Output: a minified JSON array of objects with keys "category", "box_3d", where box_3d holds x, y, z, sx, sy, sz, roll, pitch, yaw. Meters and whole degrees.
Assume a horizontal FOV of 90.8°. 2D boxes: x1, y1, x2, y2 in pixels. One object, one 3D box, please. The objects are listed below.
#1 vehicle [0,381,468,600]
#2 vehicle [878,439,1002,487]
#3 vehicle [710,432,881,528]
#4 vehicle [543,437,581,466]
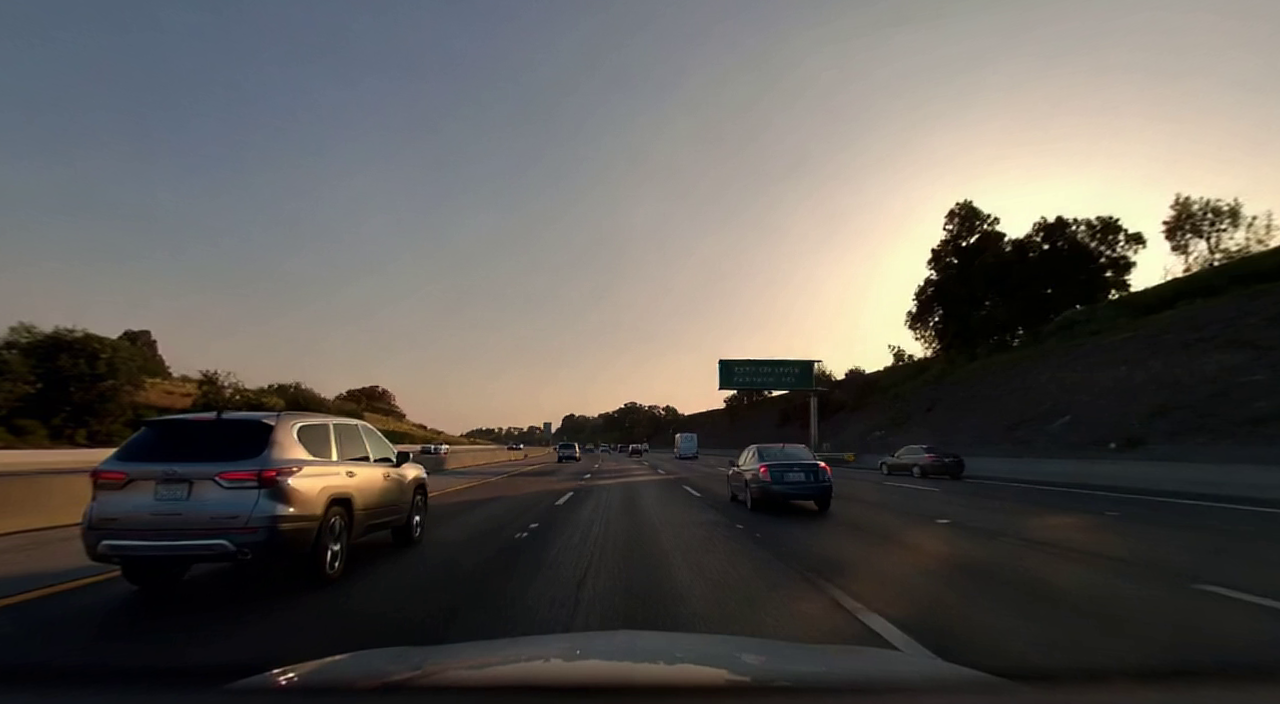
[{"category":"vehicle","box_3d":[-4.461,1.595,8.297,2.684,1.839,5.803,0,-9,1]},{"category":"vehicle","box_3d":[10.310,3.844,22.128,2.105,1.496,4.393,0,-9,-1]},{"category":"vehicle","box_3d":[2.735,2.364,12.305,2.053,1.510,4.400,0,-9,-2]},{"category":"vehicle","box_3d":[-5.148,6.658,42.331,2.149,1.843,4.348,0,-9,-2]}]
